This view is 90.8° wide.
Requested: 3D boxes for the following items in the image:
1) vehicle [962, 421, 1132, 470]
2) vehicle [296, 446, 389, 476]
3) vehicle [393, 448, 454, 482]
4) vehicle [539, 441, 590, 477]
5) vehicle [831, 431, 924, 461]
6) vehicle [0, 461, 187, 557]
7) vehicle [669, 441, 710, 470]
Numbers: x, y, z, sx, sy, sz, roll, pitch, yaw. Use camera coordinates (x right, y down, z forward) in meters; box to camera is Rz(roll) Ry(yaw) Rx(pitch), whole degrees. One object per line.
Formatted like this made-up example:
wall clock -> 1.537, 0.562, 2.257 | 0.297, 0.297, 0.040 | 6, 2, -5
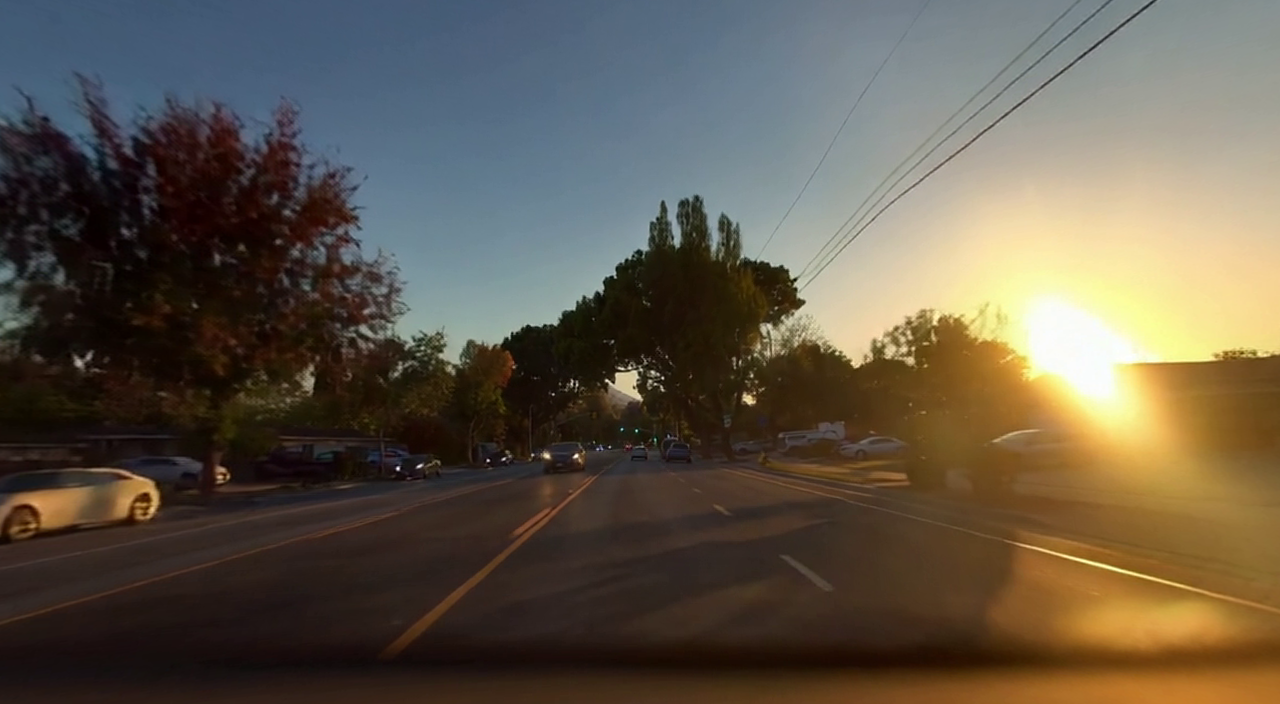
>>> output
vehicle -> 13.008, 3.012, 20.383 | 4.237, 1.476, 1.743 | 0, -8, 1
vehicle -> -18.966, 6.926, 40.432 | 4.837, 1.808, 2.176 | 0, -8, -1
vehicle -> -12.017, 6.276, 35.370 | 1.822, 1.699, 4.791 | 0, -8, -1
vehicle -> -3.796, 5.457, 32.498 | 2.076, 1.688, 4.284 | 0, -8, 0
vehicle -> 12.478, 4.965, 33.404 | 4.183, 1.516, 1.884 | -1, -8, 3
vehicle -> -11.429, 2.936, 12.423 | 1.851, 1.459, 4.295 | 0, -8, 0
vehicle -> 2.889, 6.120, 37.540 | 1.983, 1.557, 4.078 | 0, -8, -2
